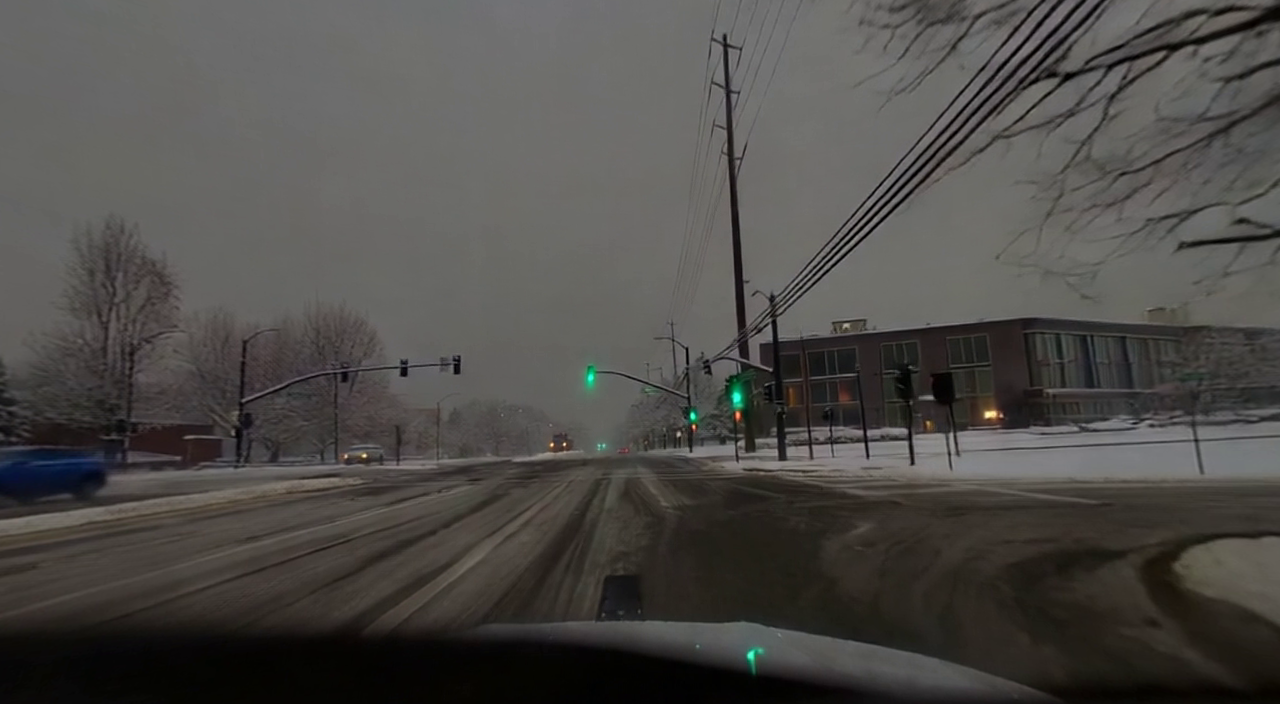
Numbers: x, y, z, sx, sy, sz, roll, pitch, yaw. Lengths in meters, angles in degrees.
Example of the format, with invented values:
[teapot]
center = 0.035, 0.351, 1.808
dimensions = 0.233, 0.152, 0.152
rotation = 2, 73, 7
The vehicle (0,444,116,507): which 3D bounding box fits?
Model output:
[vehicle]
center = -20.326, 4.028, 20.924
dimensions = 2.097, 1.858, 4.601
rotation = 0, -9, -3
